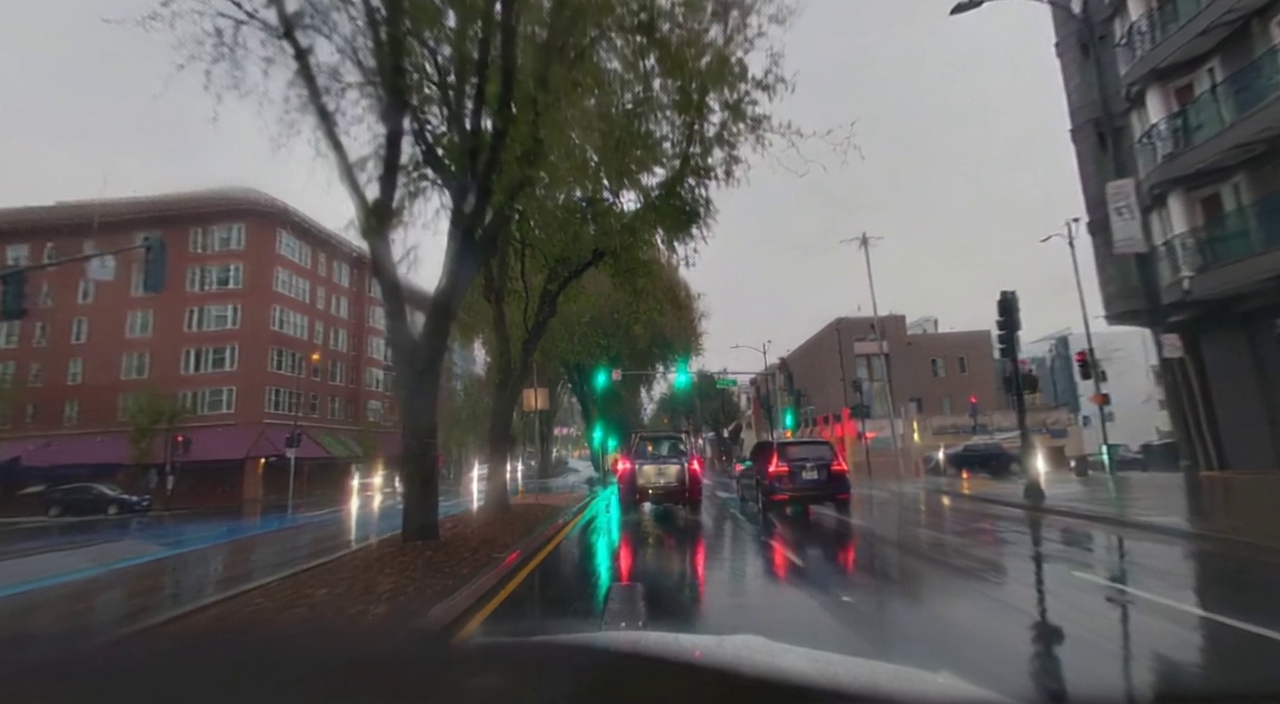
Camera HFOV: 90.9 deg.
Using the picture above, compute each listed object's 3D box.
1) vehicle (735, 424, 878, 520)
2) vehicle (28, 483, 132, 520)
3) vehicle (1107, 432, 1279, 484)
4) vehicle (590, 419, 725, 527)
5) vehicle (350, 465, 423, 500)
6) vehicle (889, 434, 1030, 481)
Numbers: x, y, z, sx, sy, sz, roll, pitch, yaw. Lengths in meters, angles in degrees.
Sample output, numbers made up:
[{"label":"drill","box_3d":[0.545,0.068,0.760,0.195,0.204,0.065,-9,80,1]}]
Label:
[{"label":"vehicle","box_3d":[3.377,2.527,13.678,1.939,1.746,4.091,0,-9,0]},{"label":"vehicle","box_3d":[-27.610,7.366,31.189,3.416,1.466,1.840,-3,-6,0]},{"label":"vehicle","box_3d":[18.924,3.604,21.555,4.248,1.642,1.961,0,-9,0]},{"label":"vehicle","box_3d":[0.301,2.322,12.522,2.209,1.748,4.130,0,-9,0]},{"label":"vehicle","box_3d":[-13.419,6.914,33.697,2.035,1.619,4.327,0,-9,1]},{"label":"vehicle","box_3d":[14.279,4.748,28.502,5.156,2.005,2.122,-1,-9,6]}]
